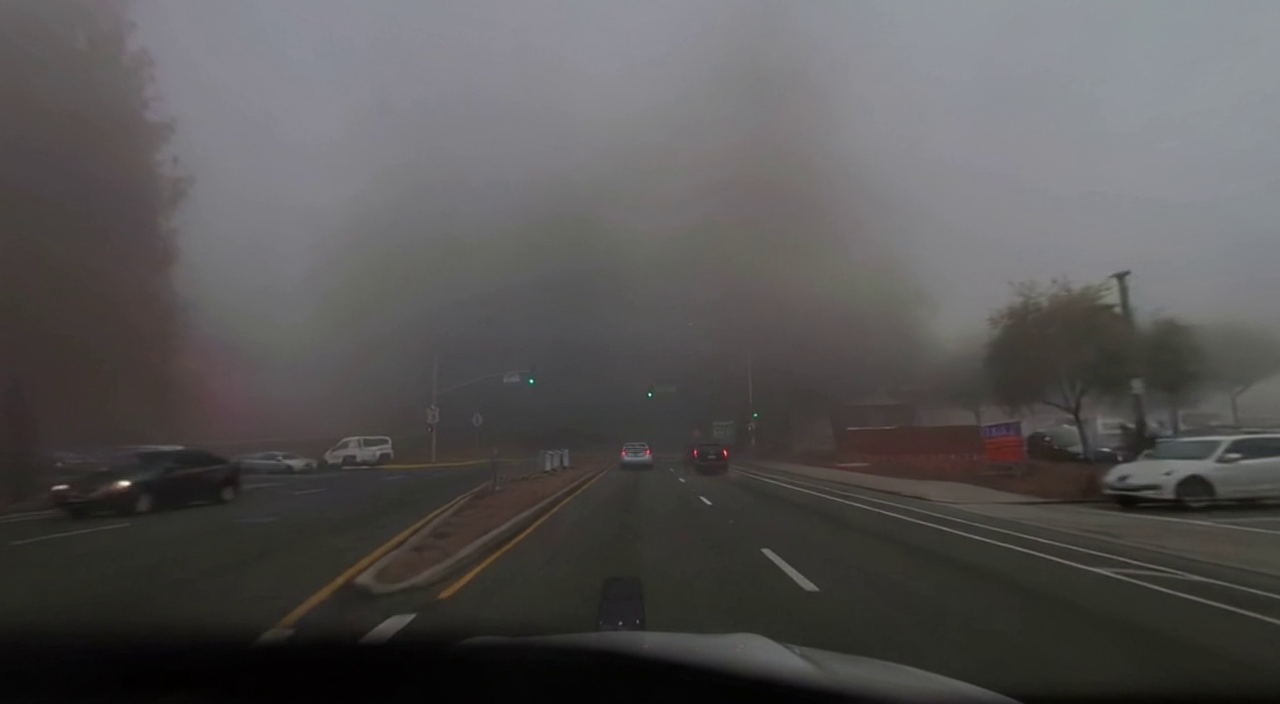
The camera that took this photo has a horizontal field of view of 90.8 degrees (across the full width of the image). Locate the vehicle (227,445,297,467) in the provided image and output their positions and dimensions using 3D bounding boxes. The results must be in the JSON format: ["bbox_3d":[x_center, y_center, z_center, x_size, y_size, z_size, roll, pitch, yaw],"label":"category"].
[{"bbox_3d":[-28.479,7.826,47.617,4.328,1.611,1.922,-2,-9,13],"label":"vehicle"}]

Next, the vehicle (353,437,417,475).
[{"bbox_3d":[-13.419,5.399,33.036,2.000,1.798,5.055,6,-10,-33],"label":"vehicle"}]

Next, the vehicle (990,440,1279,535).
[{"bbox_3d":[9.193,2.331,11.252,4.662,1.495,1.998,-1,-8,4],"label":"vehicle"}]

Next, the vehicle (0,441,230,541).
[{"bbox_3d":[-9.976,2.351,11.456,2.033,1.439,4.567,0,-8,0],"label":"vehicle"}]

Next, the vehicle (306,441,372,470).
[{"bbox_3d":[-19.653,6.690,41.151,4.949,1.780,2.079,-8,-11,42],"label":"vehicle"}]

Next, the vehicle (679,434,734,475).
[{"bbox_3d":[3.034,4.810,29.779,2.046,1.768,4.370,0,-8,-1],"label":"vehicle"}]

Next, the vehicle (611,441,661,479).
[{"bbox_3d":[-0.160,4.440,26.240,1.917,1.418,3.987,0,-8,0],"label":"vehicle"}]
